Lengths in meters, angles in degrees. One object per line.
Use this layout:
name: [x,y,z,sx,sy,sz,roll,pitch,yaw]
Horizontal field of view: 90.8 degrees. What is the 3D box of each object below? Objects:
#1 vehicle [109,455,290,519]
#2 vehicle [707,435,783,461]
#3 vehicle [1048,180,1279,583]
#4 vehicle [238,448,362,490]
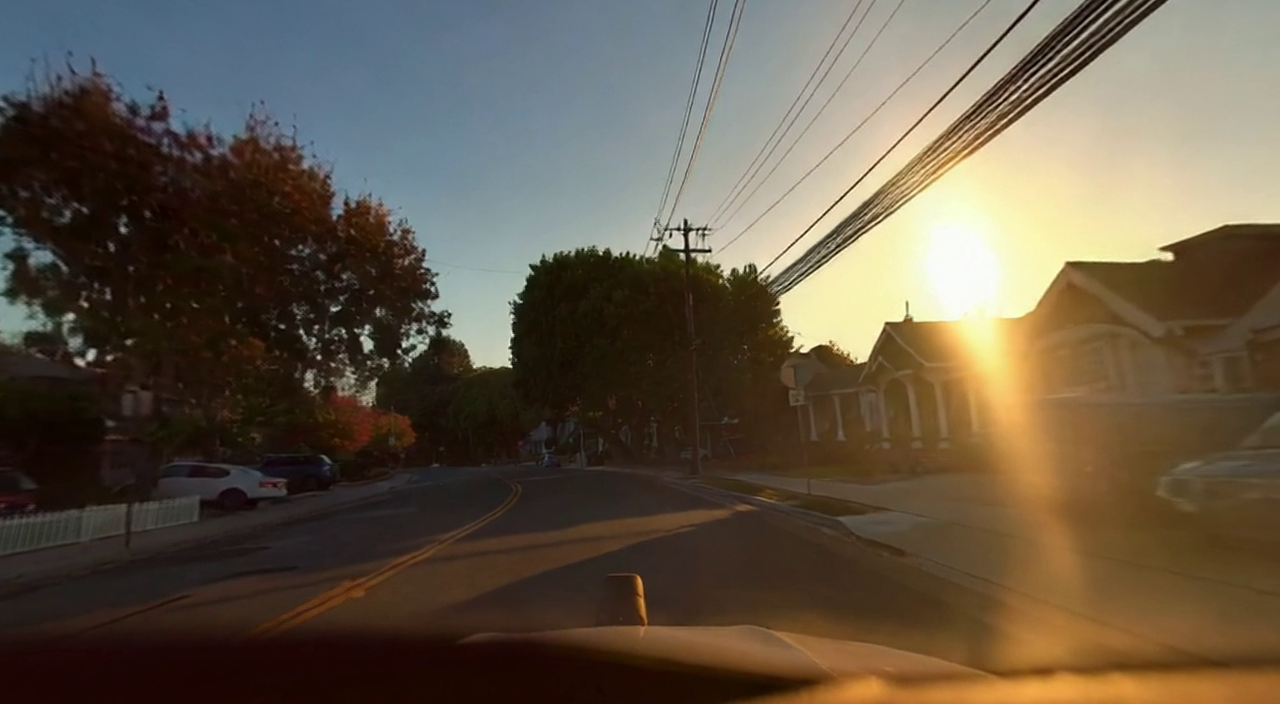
vehicle: [-12.223,3.730,17.989,2.390,1.431,4.253,0,-8,-6]
vehicle: [6.750,6.233,40.918,4.566,1.623,1.906,0,-8,-1]
vehicle: [8.284,0.121,5.909,7.115,3.010,2.378,-4,-8,-4]
vehicle: [-15.204,5.246,28.435,4.321,1.772,2.161,0,-8,1]
